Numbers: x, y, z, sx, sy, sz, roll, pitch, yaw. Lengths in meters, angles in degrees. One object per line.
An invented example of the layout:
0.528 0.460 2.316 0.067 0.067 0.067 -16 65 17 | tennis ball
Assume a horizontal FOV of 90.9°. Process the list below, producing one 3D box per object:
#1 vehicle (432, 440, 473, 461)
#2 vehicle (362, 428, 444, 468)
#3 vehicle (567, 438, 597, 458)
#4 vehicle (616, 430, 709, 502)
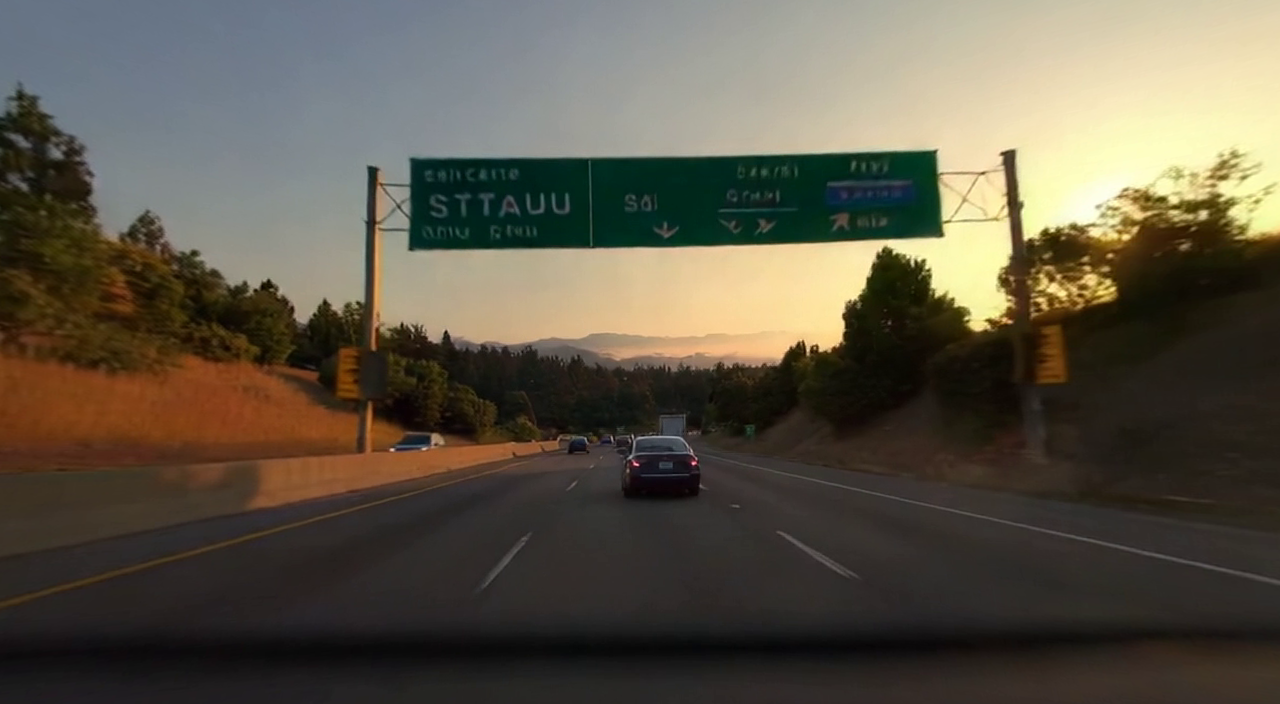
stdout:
-14.532 7.613 48.981 1.799 1.458 4.337 0 -8 1 | vehicle
-11.778 4.794 31.715 2.296 1.836 4.901 0 -8 -1 | vehicle
-4.496 7.491 49.540 2.055 1.466 4.317 0 -8 -1 | vehicle
0.388 2.720 15.685 1.961 1.495 4.743 0 -8 -2 | vehicle
